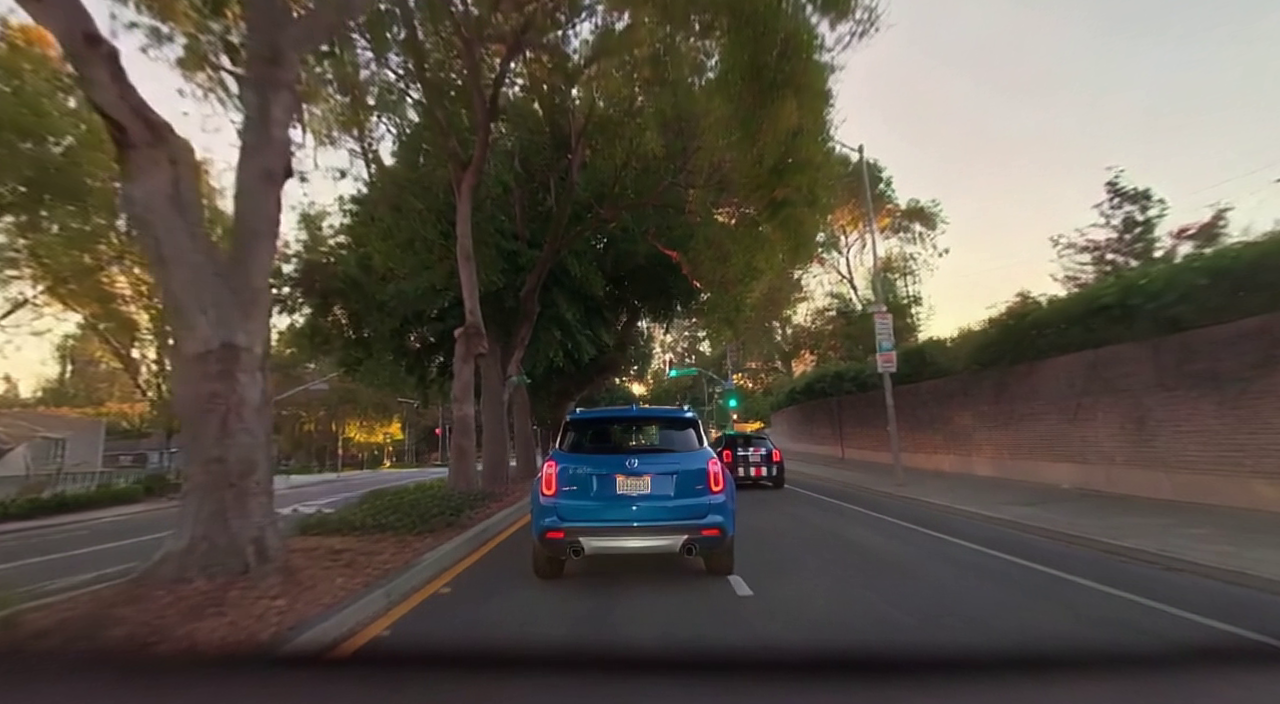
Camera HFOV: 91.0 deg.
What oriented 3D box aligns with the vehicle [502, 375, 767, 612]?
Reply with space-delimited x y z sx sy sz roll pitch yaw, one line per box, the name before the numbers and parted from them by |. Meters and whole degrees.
vehicle | -0.075 1.293 6.405 1.984 1.777 3.148 0 -8 -1
